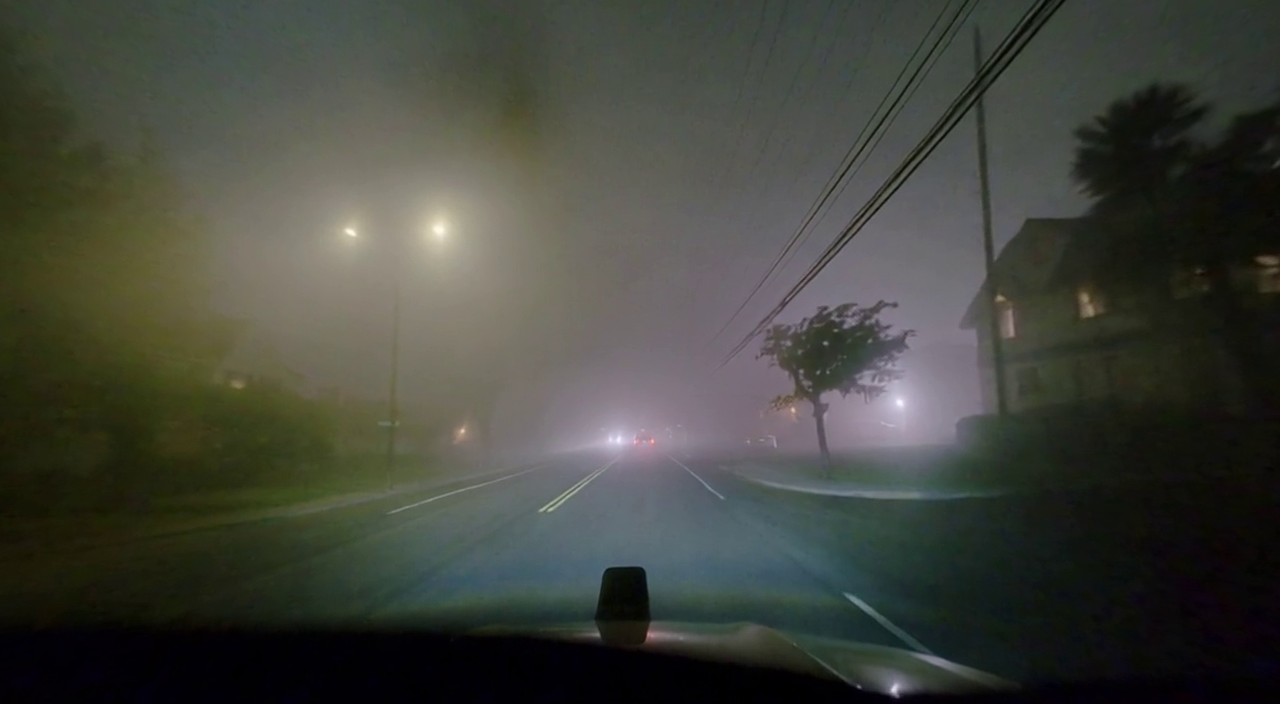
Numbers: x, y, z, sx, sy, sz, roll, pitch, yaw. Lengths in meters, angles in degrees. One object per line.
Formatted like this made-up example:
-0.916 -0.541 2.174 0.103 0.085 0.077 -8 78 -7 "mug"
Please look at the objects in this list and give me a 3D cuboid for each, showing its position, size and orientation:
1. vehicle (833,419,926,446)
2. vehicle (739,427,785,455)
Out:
14.337 4.875 37.985 4.848 1.509 1.976 -1 -9 7 "vehicle"
7.355 5.424 38.393 2.071 1.510 4.418 -3 -8 3 "vehicle"
